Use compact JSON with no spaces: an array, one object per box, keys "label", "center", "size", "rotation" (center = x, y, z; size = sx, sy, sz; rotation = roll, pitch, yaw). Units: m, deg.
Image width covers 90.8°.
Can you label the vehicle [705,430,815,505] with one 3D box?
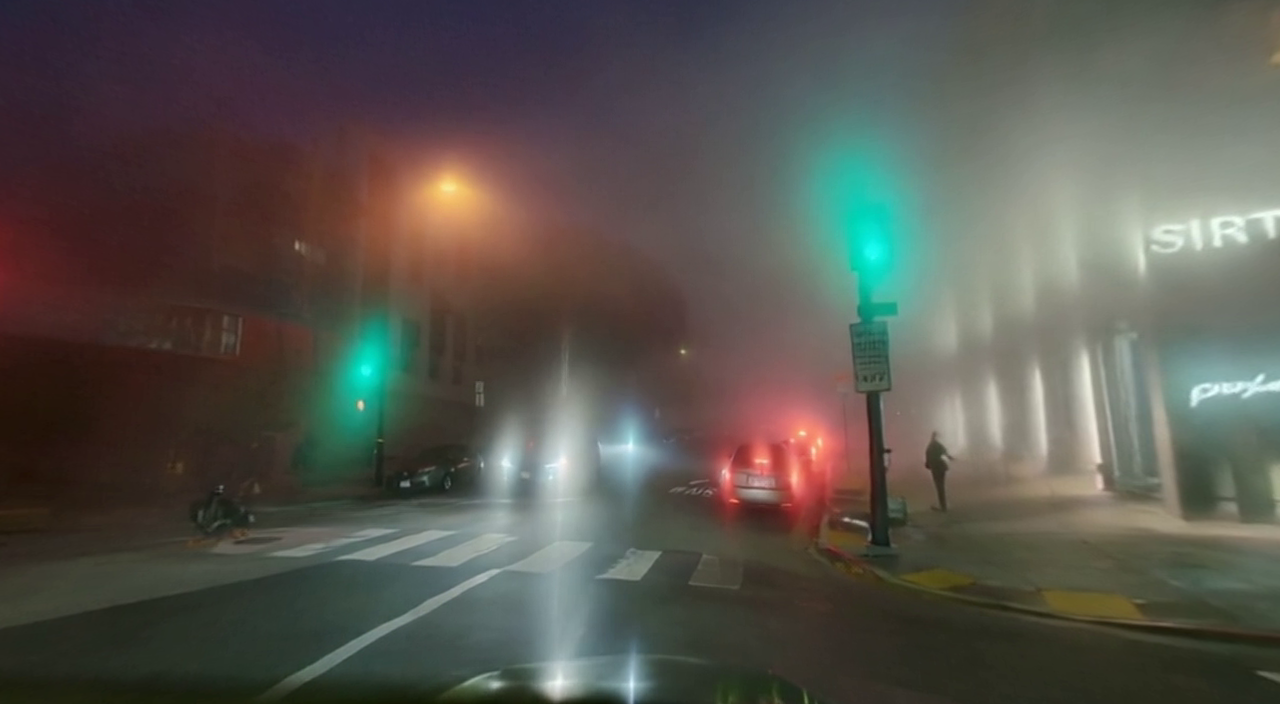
[{"label":"vehicle","center":[2.980,2.615,14.883],"size":[1.892,1.481,4.365],"rotation":[-3,-8,19]}]

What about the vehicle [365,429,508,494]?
[{"label":"vehicle","center":[-6.057,3.272,19.376],"size":[1.933,1.461,4.393],"rotation":[-7,-6,17]}]

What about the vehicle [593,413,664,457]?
[{"label":"vehicle","center":[-0.540,4.651,36.087],"size":[2.260,2.136,5.669],"rotation":[-6,-6,16]}]

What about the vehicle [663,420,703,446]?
[{"label":"vehicle","center":[3.387,6.218,48.977],"size":[1.948,1.693,4.325],"rotation":[-6,-6,18]}]

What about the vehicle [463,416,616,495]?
[{"label":"vehicle","center":[-2.384,2.639,16.529],"size":[2.181,1.723,4.692],"rotation":[-2,-8,15]}]
